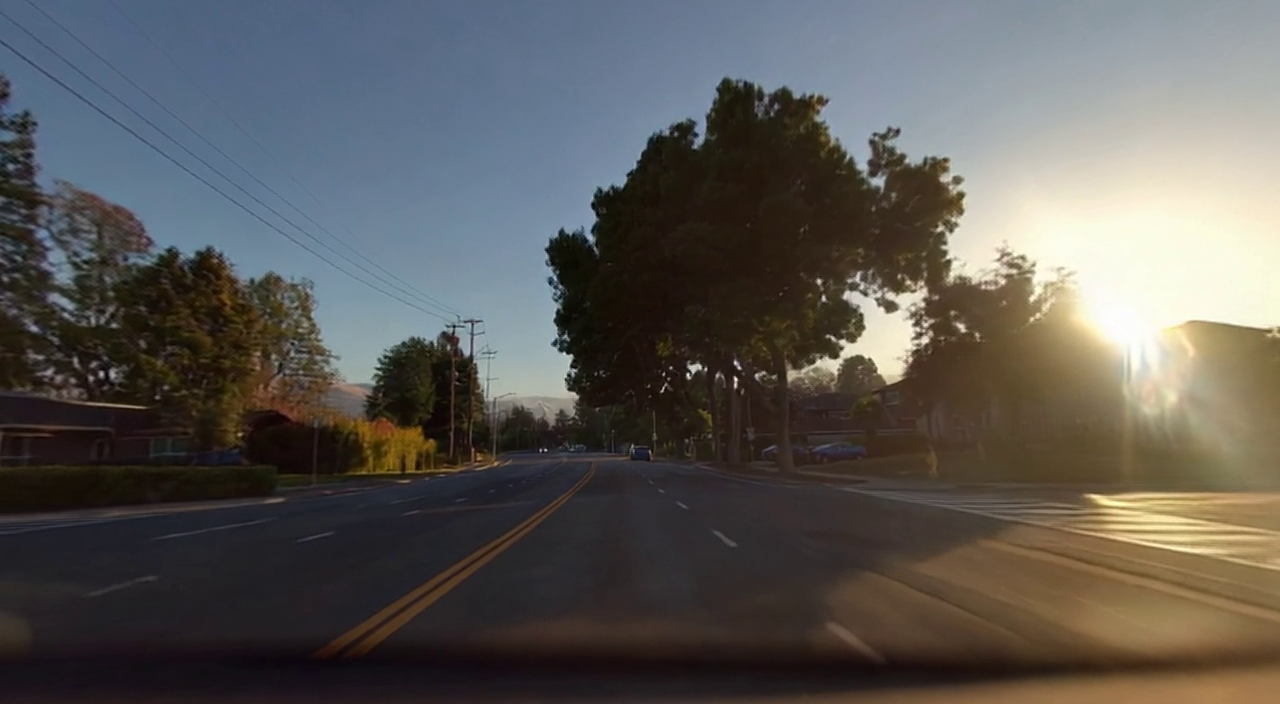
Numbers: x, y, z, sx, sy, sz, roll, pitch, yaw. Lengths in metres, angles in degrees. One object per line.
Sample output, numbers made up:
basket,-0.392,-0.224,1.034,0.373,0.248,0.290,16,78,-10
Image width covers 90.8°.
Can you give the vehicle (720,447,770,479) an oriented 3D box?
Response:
vehicle,5.989,6.410,36.686,2.024,1.710,4.525,0,-9,-1
